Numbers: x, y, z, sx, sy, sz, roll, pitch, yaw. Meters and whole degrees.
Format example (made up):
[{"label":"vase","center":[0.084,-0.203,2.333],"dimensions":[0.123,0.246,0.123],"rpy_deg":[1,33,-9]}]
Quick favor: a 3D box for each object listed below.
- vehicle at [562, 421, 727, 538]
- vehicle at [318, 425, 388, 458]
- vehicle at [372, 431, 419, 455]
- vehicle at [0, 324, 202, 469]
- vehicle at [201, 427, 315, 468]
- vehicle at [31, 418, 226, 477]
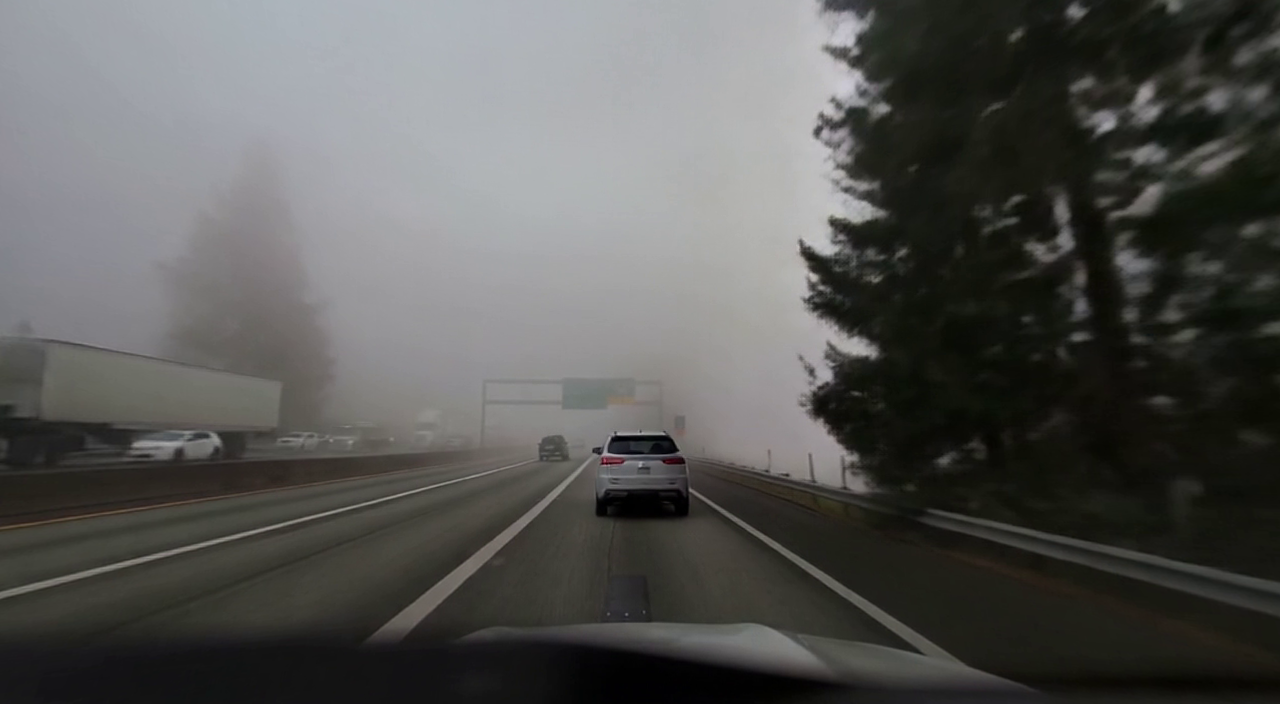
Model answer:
[{"label":"vehicle","center":[-0.022,1.956,10.372],"dimensions":[2.127,1.497,4.445],"rpy_deg":[0,-8,-2]},{"label":"vehicle","center":[-15.475,4.857,34.199],"dimensions":[1.895,1.683,4.224],"rpy_deg":[0,-8,-2]},{"label":"vehicle","center":[-16.118,6.008,41.615],"dimensions":[1.773,1.481,3.722],"rpy_deg":[0,-8,-2]},{"label":"vehicle","center":[-18.831,1.576,19.557],"dimensions":[3.032,3.845,10.740],"rpy_deg":[0,-8,-3]},{"label":"vehicle","center":[-15.092,3.793,25.167],"dimensions":[1.903,1.473,4.391],"rpy_deg":[0,-8,-2]},{"label":"vehicle","center":[-14.629,2.776,18.451],"dimensions":[1.921,1.507,4.664],"rpy_deg":[0,-8,-2]}]
